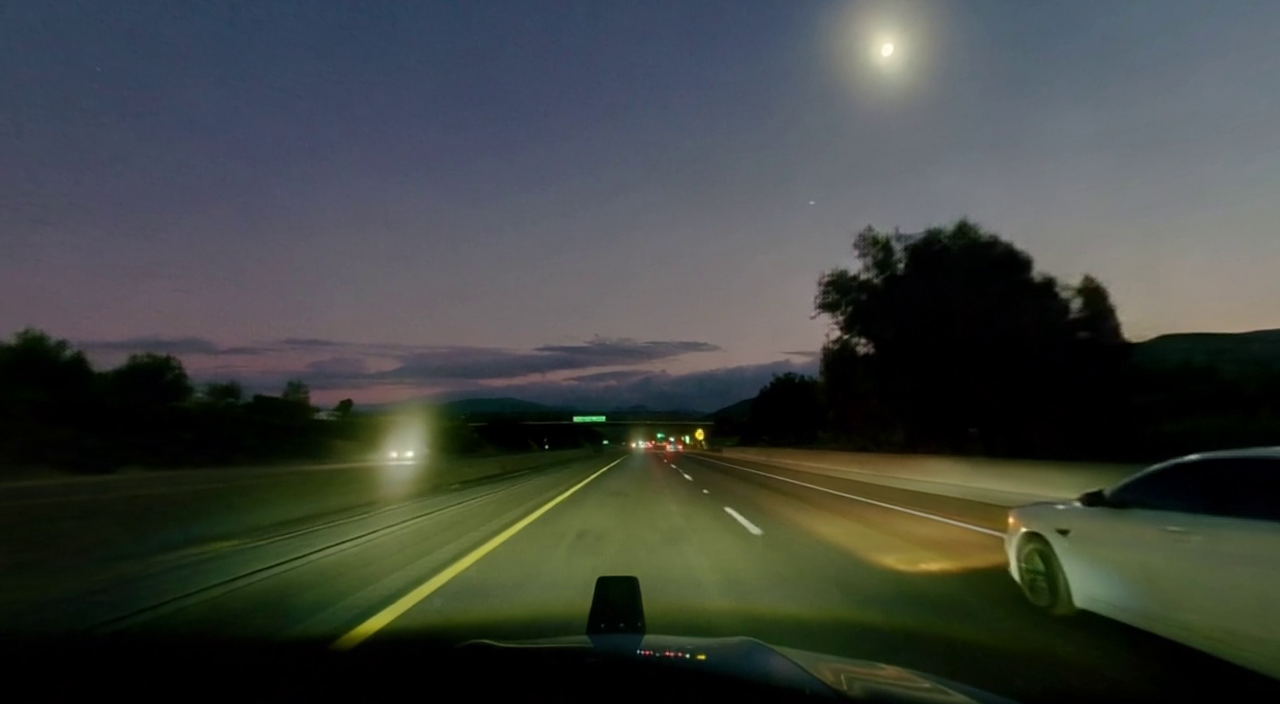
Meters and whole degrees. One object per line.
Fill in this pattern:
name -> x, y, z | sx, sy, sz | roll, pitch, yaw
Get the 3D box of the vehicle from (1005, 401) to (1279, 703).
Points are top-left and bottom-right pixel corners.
vehicle -> 3.936, 0.929, 2.566 | 2.027, 1.487, 4.718 | 0, -8, -1
